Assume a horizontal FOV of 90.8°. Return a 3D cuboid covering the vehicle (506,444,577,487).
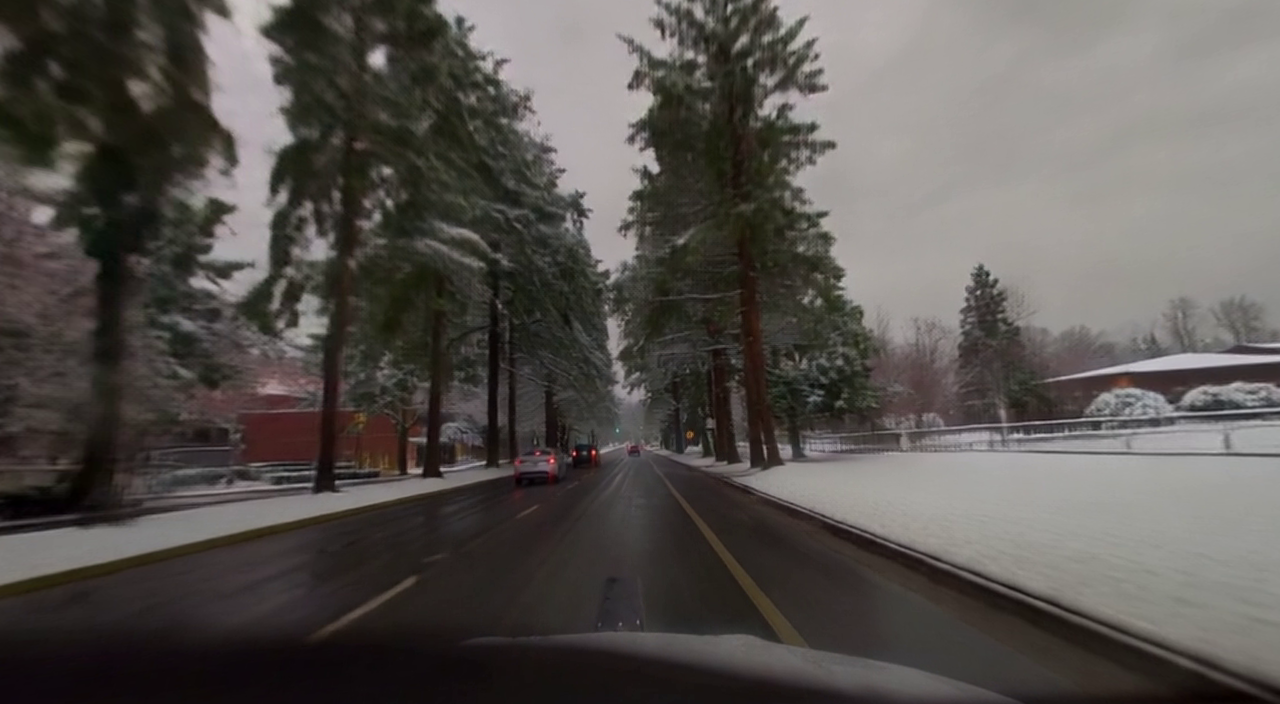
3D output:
[{"bbox_3d":[-3.583,4.197,23.734,1.932,1.431,4.144,0,-8,1],"label":"vehicle"}]
